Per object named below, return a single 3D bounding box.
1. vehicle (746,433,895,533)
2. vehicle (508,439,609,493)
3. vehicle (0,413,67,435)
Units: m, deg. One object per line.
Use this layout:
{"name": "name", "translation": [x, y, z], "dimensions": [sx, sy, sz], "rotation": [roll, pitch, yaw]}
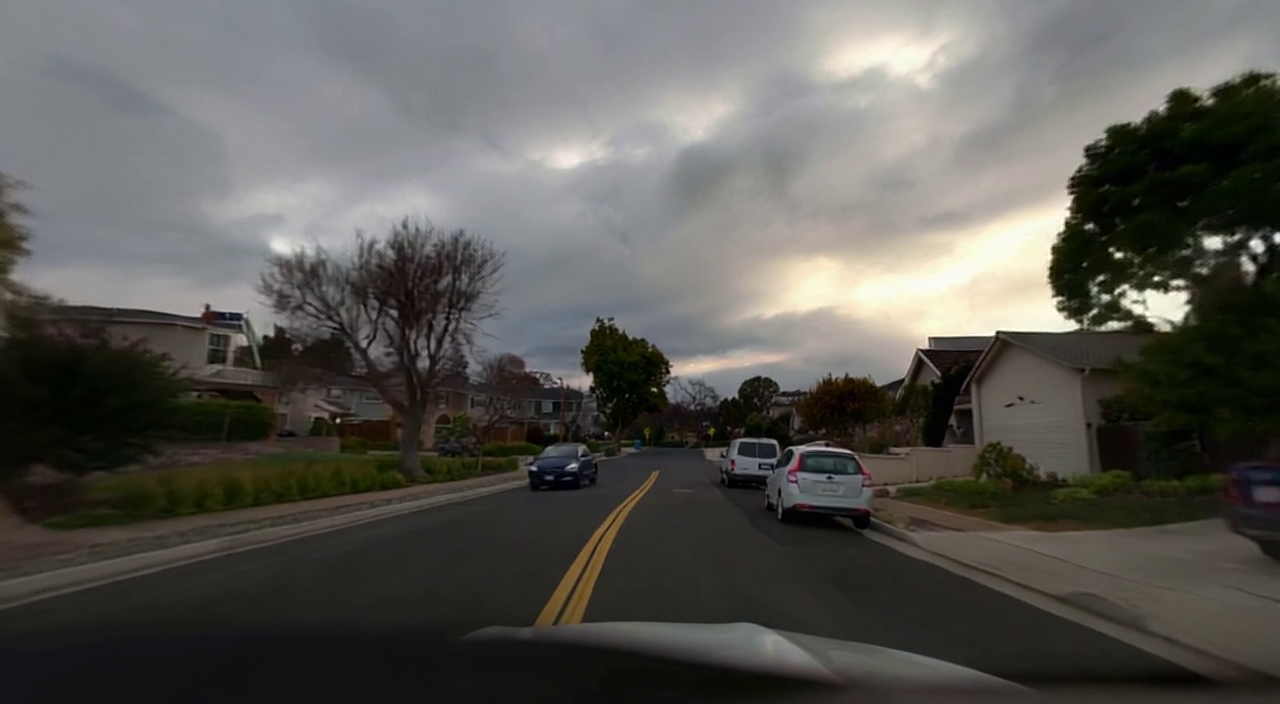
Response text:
{"name": "vehicle", "translation": [3.404, 2.521, 12.793], "dimensions": [1.822, 1.668, 4.147], "rotation": [0, -9, 1]}
{"name": "vehicle", "translation": [-2.750, 4.053, 22.927], "dimensions": [2.278, 1.704, 5.321], "rotation": [-1, -9, 8]}
{"name": "vehicle", "translation": [-44.900, 5.221, 45.756], "dimensions": [4.673, 1.515, 2.182], "rotation": [0, -9, 3]}
